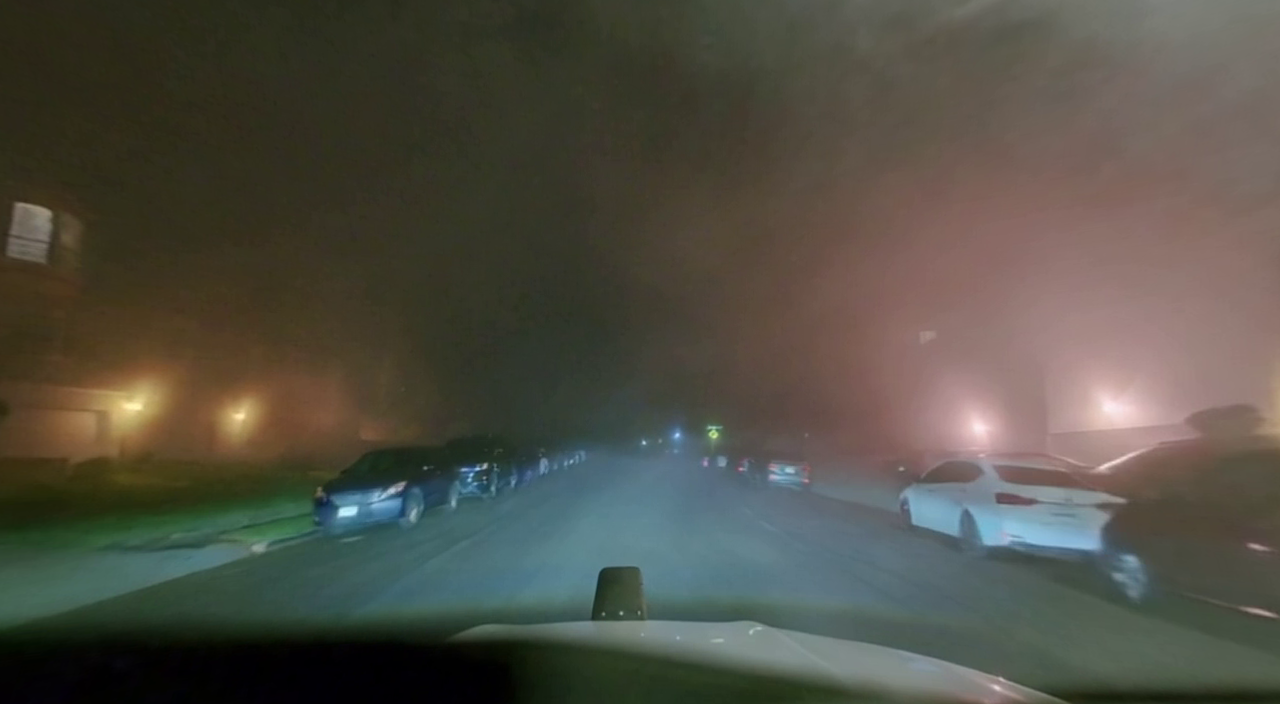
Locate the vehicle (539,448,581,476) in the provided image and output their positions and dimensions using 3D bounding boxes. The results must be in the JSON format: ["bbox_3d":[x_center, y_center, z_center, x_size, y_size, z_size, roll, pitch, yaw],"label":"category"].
[{"bbox_3d":[-4.551,6.307,36.530,1.973,1.454,4.559,0,-8,-1],"label":"vehicle"}]

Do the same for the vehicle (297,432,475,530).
[{"bbox_3d":[-4.701,2.461,12.432,1.983,1.579,3.879,0,-10,-2],"label":"vehicle"}]

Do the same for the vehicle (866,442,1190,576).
[{"bbox_3d":[5.309,2.172,9.625,2.007,1.512,4.524,0,-9,-1],"label":"vehicle"}]

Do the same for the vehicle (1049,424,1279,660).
[{"bbox_3d":[5.345,1.246,4.038,2.063,1.573,4.900,0,-8,-2],"label":"vehicle"}]

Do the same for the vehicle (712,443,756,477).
[{"bbox_3d":[5.446,6.316,37.144,1.959,1.828,4.175,0,-9,1],"label":"vehicle"}]

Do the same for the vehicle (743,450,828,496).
[{"bbox_3d":[5.085,4.260,22.618,1.847,1.448,4.162,1,-9,-3],"label":"vehicle"}]
